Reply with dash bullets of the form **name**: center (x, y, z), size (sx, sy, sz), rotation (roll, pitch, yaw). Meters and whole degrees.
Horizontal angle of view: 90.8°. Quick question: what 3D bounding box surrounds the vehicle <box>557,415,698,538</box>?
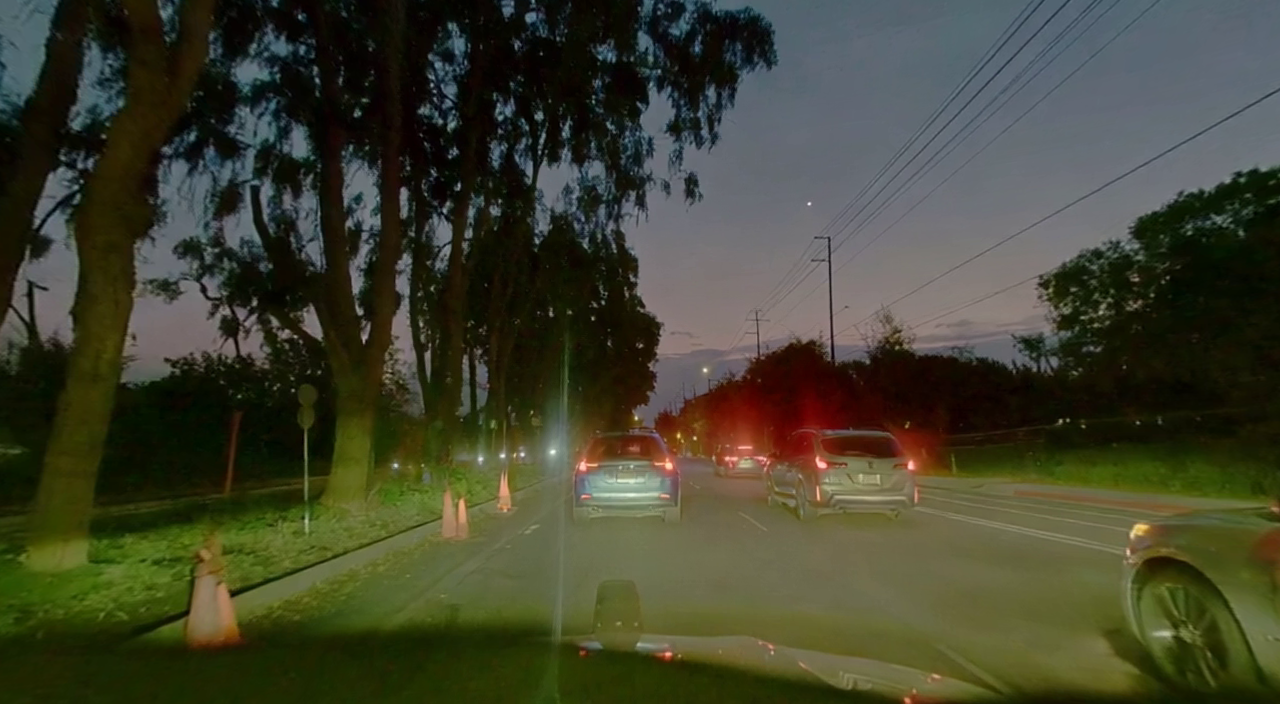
- **vehicle**: center (-0.233, 2.098, 11.216), size (2.050, 1.745, 3.915), rotation (0, -8, -1)

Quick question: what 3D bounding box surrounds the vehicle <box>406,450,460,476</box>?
- **vehicle**: center (-12.434, 6.665, 38.190), size (1.836, 1.451, 4.456), rotation (-1, -8, -1)

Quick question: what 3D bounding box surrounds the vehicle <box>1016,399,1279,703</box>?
- **vehicle**: center (3.443, 0.807, 1.746), size (1.977, 1.460, 4.565), rotation (-1, -8, 0)

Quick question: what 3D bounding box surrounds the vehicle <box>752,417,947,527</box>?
- **vehicle**: center (3.796, 2.276, 12.543), size (2.116, 1.726, 4.672), rotation (0, -8, -2)
